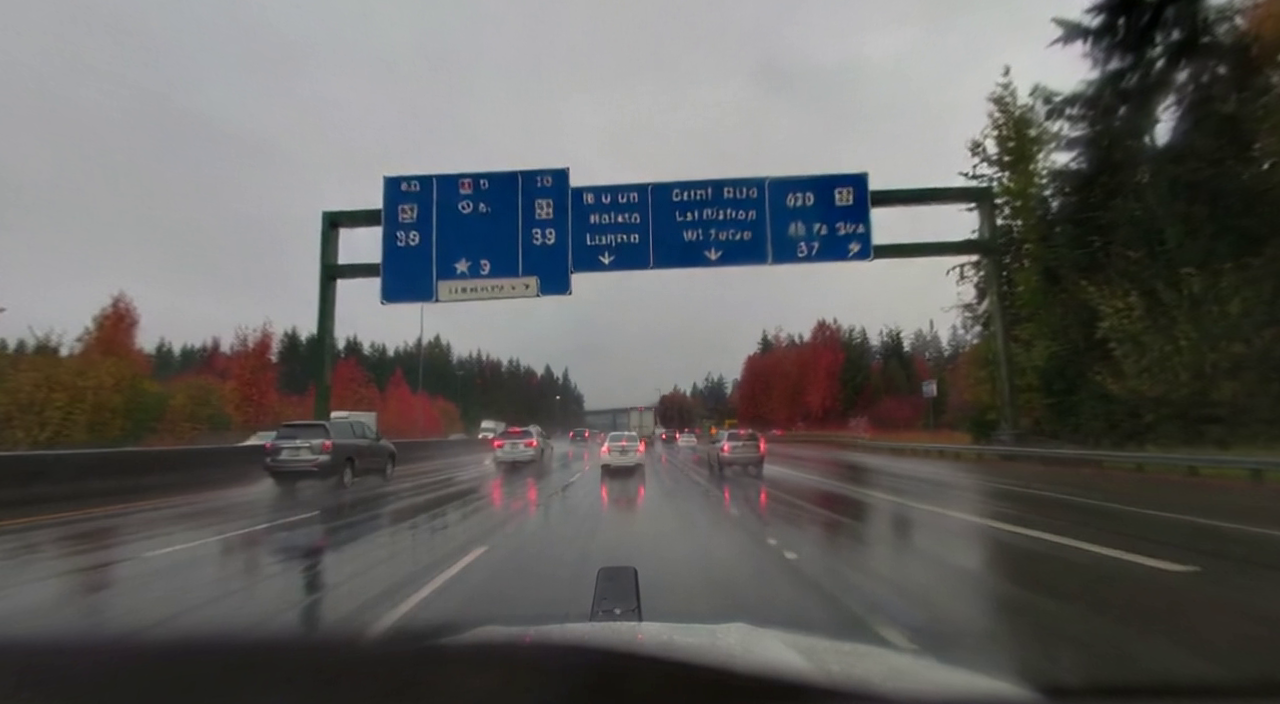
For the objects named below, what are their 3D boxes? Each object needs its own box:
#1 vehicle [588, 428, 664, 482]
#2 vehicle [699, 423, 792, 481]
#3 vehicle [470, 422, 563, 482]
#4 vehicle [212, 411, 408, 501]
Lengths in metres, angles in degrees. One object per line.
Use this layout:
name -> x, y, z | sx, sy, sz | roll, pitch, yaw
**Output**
vehicle -> -0.394, 3.158, 19.670 | 2.111, 1.494, 4.364 | 0, -8, 0
vehicle -> 3.235, 3.153, 20.226 | 2.095, 1.650, 4.331 | 0, -8, -2
vehicle -> -3.785, 3.130, 20.042 | 2.064, 1.672, 4.277 | 0, -8, 0
vehicle -> -7.540, 2.418, 15.093 | 2.117, 1.779, 4.745 | 0, -8, 0
